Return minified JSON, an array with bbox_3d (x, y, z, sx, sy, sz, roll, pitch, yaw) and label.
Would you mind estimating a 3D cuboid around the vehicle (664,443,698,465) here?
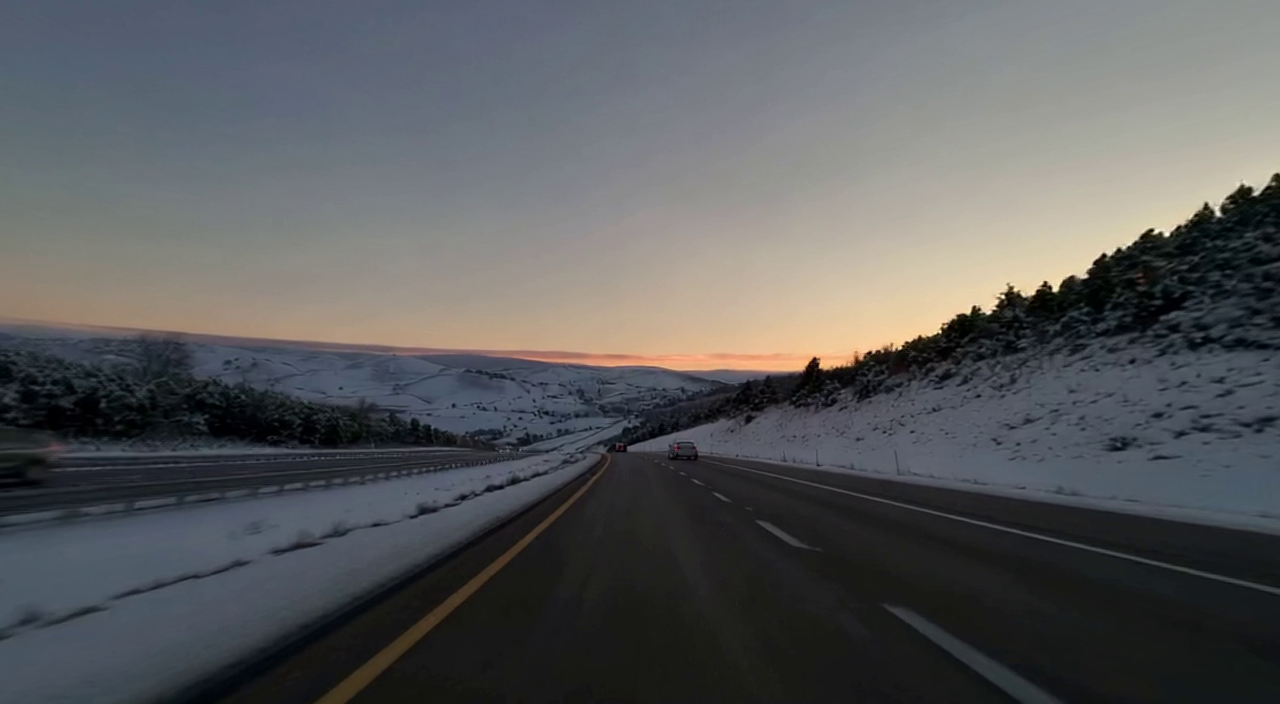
[{"bbox_3d":[2.998,7.570,47.143,1.960,1.516,4.657,0,-8,-3],"label":"vehicle"}]
